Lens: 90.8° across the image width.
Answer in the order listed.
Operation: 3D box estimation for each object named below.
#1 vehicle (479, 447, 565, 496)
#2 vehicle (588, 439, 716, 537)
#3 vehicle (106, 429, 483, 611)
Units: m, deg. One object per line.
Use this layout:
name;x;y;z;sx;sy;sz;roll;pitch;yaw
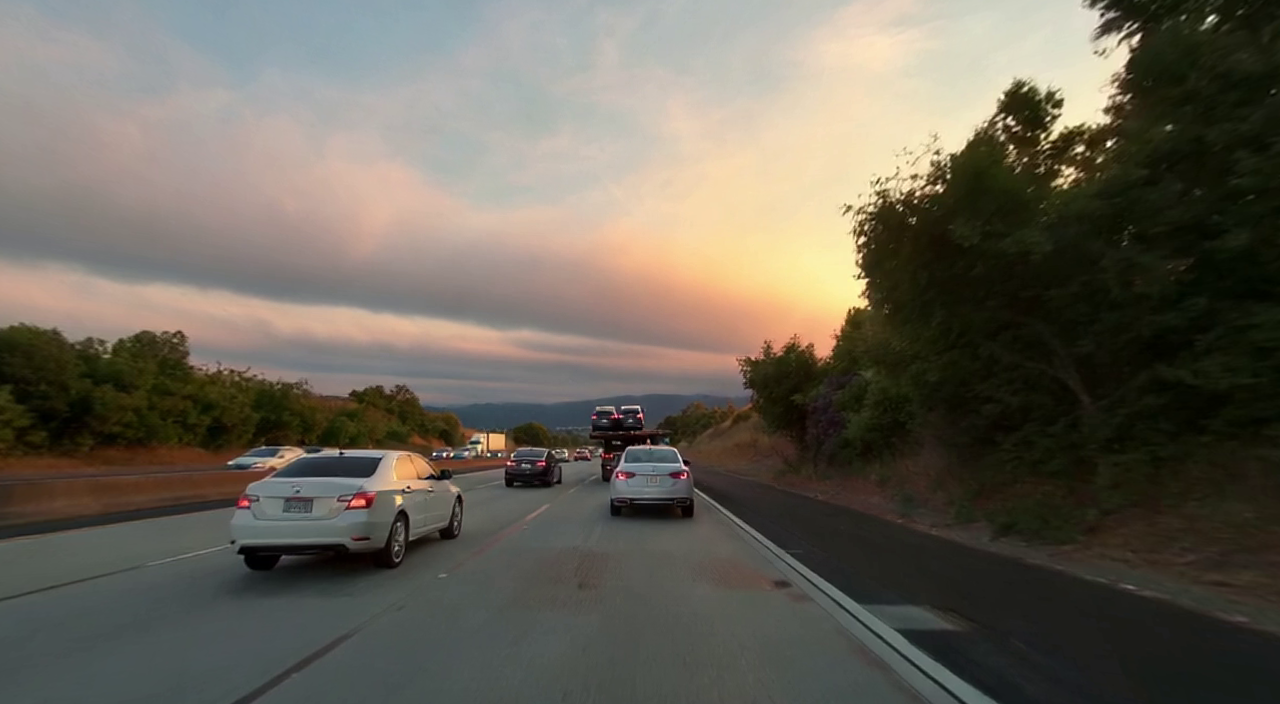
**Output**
vehicle;-3.838;3.956;21.330;1.947;1.470;4.526;0;-9;1
vehicle;0.160;2.393;11.607;1.991;1.507;3.391;0;-9;-1
vehicle;-3.376;1.704;7.229;2.149;1.497;3.753;0;-9;0
